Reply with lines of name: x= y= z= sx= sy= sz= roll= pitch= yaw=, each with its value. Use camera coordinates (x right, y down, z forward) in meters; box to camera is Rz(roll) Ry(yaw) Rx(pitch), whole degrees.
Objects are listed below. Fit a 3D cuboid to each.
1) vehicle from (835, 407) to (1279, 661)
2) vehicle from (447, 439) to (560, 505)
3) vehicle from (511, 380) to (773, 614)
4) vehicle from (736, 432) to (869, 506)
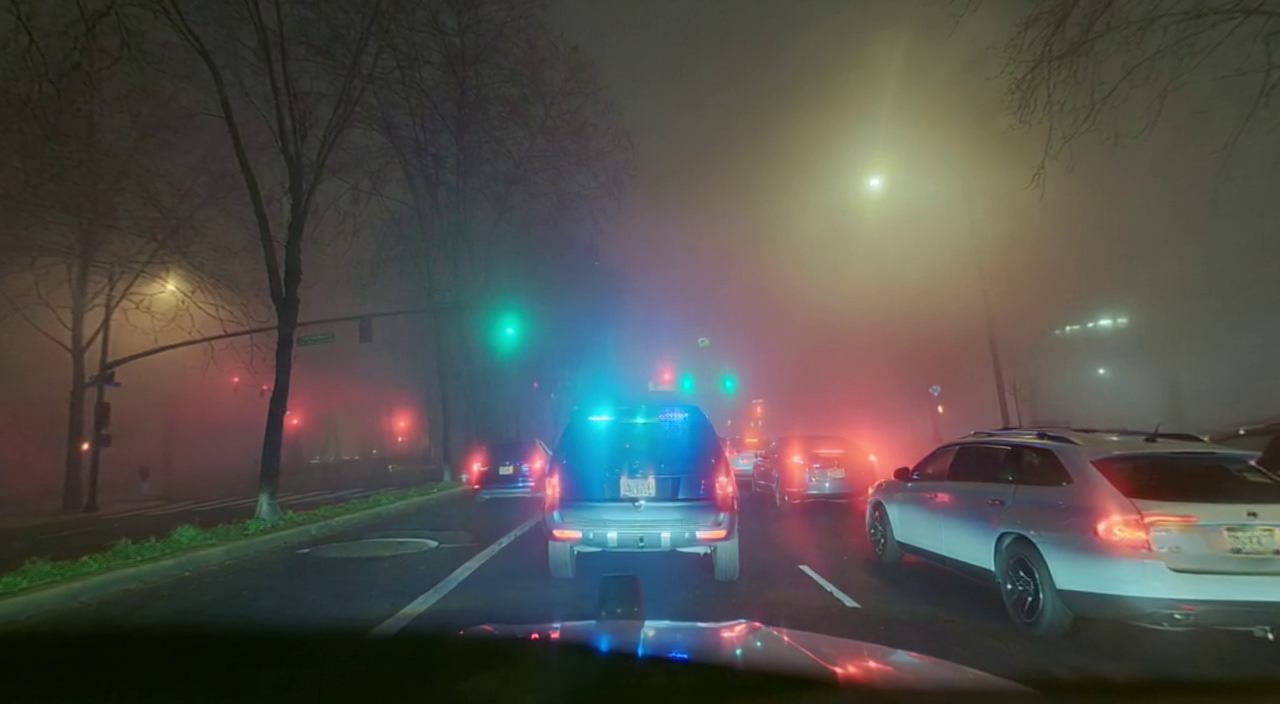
vehicle: x=3.643 y=1.408 z=6.068 sx=1.995 sy=1.483 sz=4.533 roll=0 pitch=-8 yaw=-1
vehicle: x=-3.305 y=2.987 z=16.214 sx=1.913 sy=1.464 sz=4.276 roll=0 pitch=-8 yaw=0
vehicle: x=-0.033 y=1.456 z=7.270 sx=2.038 sy=1.819 sz=4.505 roll=0 pitch=-8 yaw=-1
vehicle: x=3.646 y=2.706 z=15.054 sx=1.940 sy=1.474 sz=4.234 roll=0 pitch=-8 yaw=-1
